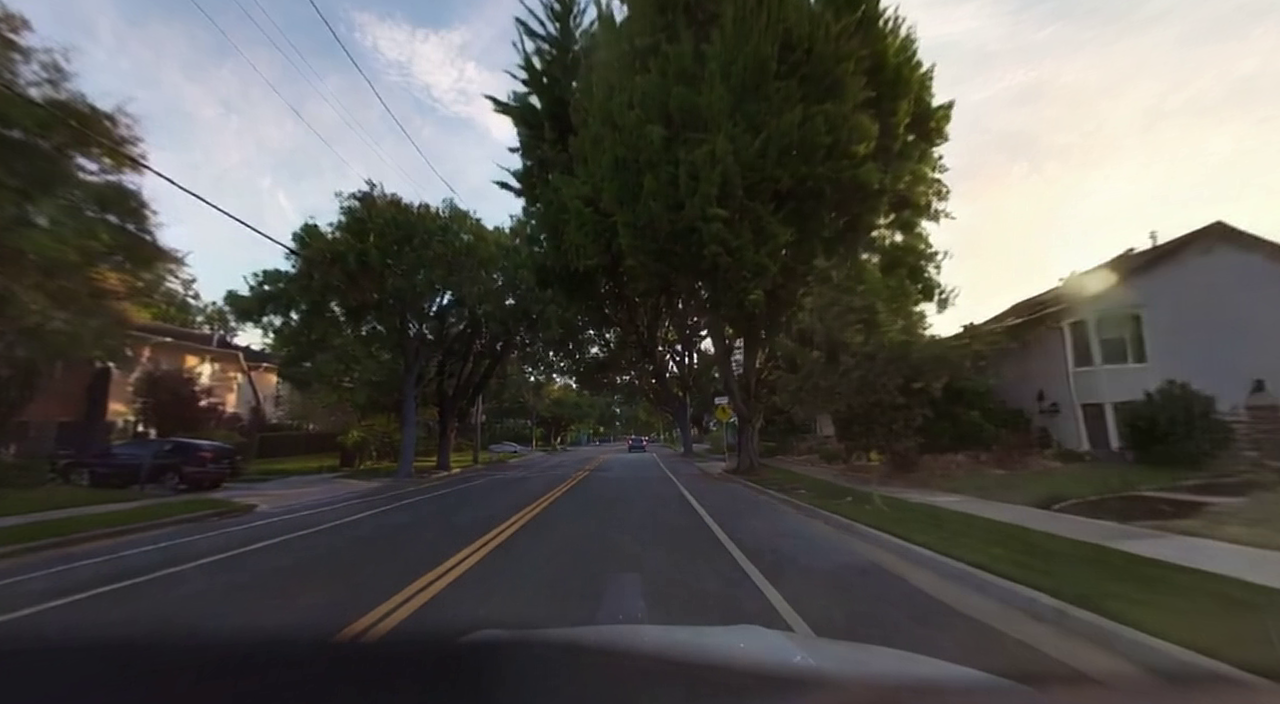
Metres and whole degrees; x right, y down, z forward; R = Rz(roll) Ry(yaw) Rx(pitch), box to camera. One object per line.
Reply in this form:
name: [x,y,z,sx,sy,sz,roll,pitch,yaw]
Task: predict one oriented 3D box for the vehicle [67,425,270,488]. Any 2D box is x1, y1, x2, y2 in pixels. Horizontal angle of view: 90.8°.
vehicle: [-14.771,3.298,20.074,4.662,1.832,2.063,1,-8,-5]
